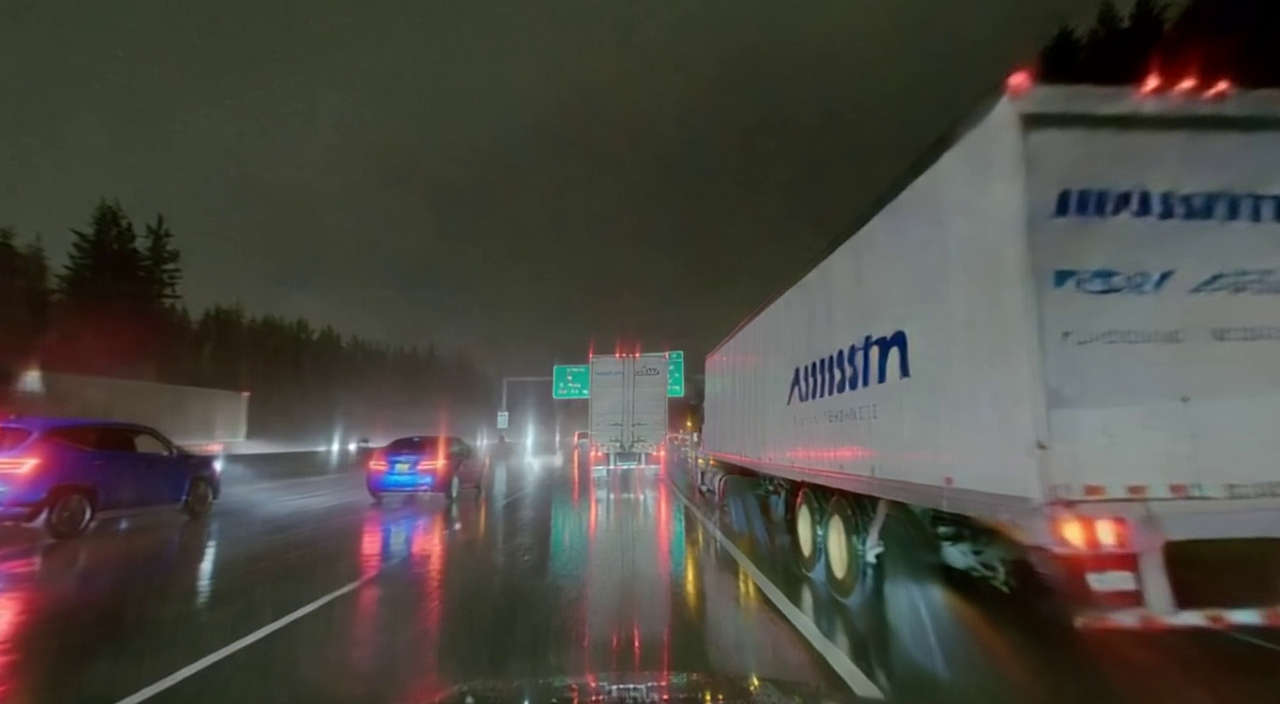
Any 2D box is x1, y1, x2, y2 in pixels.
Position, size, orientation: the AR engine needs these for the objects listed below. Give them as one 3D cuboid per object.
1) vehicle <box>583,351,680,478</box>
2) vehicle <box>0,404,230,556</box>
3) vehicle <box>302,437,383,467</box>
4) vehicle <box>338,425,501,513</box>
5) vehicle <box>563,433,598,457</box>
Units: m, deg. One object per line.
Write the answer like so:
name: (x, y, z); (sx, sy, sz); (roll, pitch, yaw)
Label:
vehicle: (-0.354, 2.725, 25.760); (3.118, 4.106, 10.719); (0, -8, -1)
vehicle: (-8.074, 1.663, 8.746); (1.990, 1.654, 4.129); (0, -8, -1)
vehicle: (-16.426, 5.536, 35.039); (2.124, 1.515, 4.967); (0, -8, 0)
vehicle: (-4.218, 2.269, 12.777); (1.933, 1.492, 3.838); (0, -8, 0)
vehicle: (-4.274, 6.761, 45.912); (2.104, 1.653, 4.302); (0, -8, 0)
